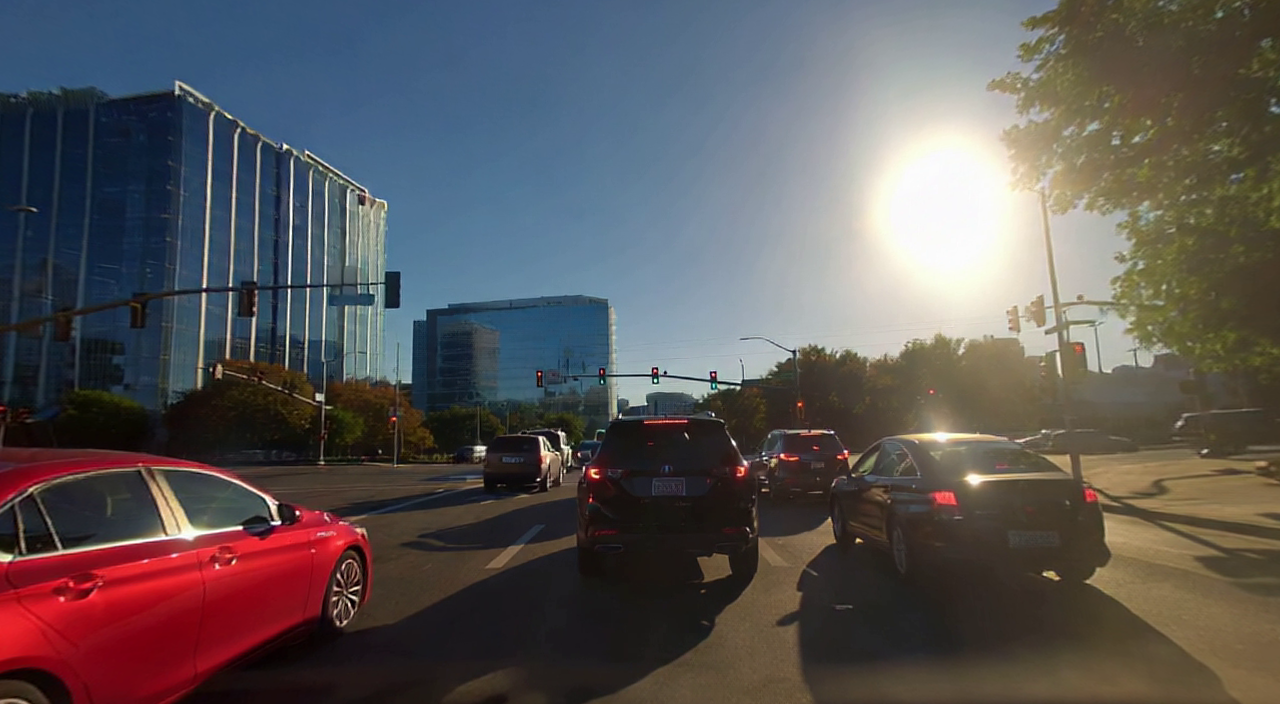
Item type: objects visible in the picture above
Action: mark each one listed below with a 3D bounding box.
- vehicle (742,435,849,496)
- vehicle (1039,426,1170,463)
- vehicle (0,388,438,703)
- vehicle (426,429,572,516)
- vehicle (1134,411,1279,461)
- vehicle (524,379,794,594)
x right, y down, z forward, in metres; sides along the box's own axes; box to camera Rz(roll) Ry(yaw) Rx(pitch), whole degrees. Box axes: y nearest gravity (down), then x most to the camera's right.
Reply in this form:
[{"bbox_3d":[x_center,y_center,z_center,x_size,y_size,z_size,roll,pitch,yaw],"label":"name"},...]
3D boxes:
[{"bbox_3d":[4.104,3.057,17.348,1.979,1.453,4.011,0,-8,1],"label":"vehicle"},{"bbox_3d":[20.714,4.144,28.326,4.026,1.573,2.271,-1,-8,8],"label":"vehicle"},{"bbox_3d":[-3.220,1.193,4.401,1.958,1.494,4.624,0,-8,2],"label":"vehicle"},{"bbox_3d":[-2.682,2.393,13.059,1.851,1.502,4.042,0,-8,4],"label":"vehicle"},{"bbox_3d":[26.477,3.639,27.690,6.879,1.984,2.808,-2,-7,5],"label":"vehicle"},{"bbox_3d":[0.214,1.464,7.652,2.300,1.832,4.331,0,-8,2],"label":"vehicle"}]
